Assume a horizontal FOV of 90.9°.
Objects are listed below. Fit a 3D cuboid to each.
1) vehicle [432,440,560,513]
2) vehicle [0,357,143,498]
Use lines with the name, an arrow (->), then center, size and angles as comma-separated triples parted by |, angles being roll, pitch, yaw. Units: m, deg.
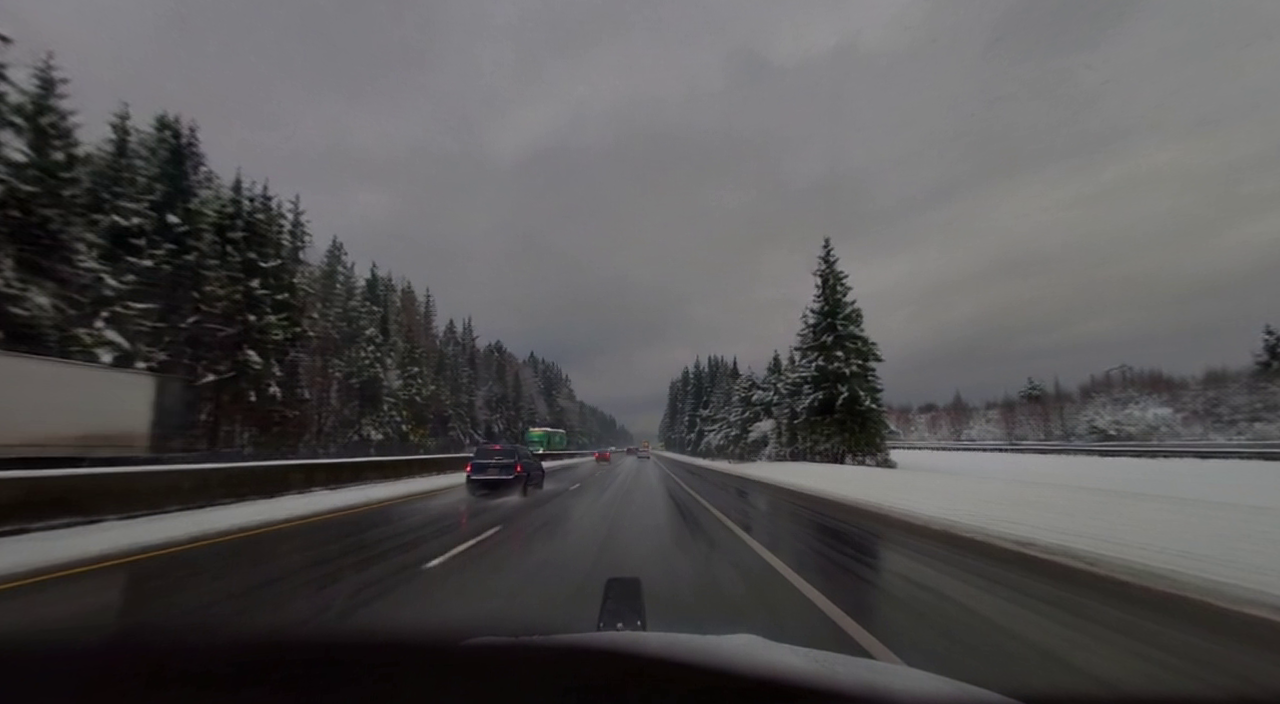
vehicle -> -3.306, 2.962, 15.500 | 1.969, 1.505, 4.636 | 0, -9, 1
vehicle -> -17.083, 1.723, 14.640 | 2.902, 3.412, 9.823 | 0, -9, 1
